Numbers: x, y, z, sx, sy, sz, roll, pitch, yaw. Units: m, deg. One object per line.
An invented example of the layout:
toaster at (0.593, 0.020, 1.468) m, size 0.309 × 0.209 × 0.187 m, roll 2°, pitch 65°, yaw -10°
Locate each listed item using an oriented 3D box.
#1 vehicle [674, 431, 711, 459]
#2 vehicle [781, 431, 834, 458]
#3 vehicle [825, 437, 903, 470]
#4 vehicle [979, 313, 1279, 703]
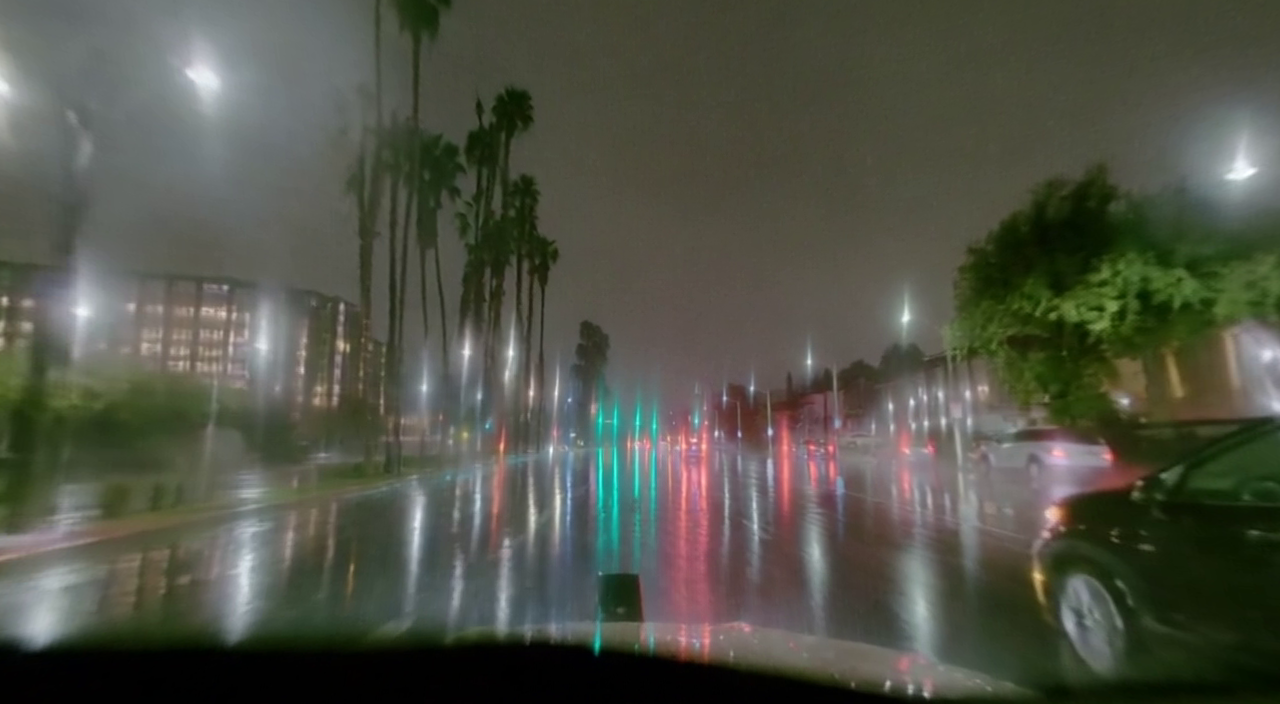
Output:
vehicle at (3.779, 6.822, 46.303) m, size 2.104 × 1.910 × 4.693 m, roll 0°, pitch -9°, yaw -2°
vehicle at (12.702, 7.127, 48.277) m, size 2.157 × 1.937 × 5.386 m, roll 0°, pitch -9°, yaw -5°
vehicle at (10.654, 4.889, 30.431) m, size 1.871 × 1.465 × 4.395 m, roll 0°, pitch -9°, yaw -4°
vehicle at (3.552, 0.689, 2.009) m, size 2.219 × 1.795 × 4.718 m, roll 0°, pitch -9°, yaw -1°
